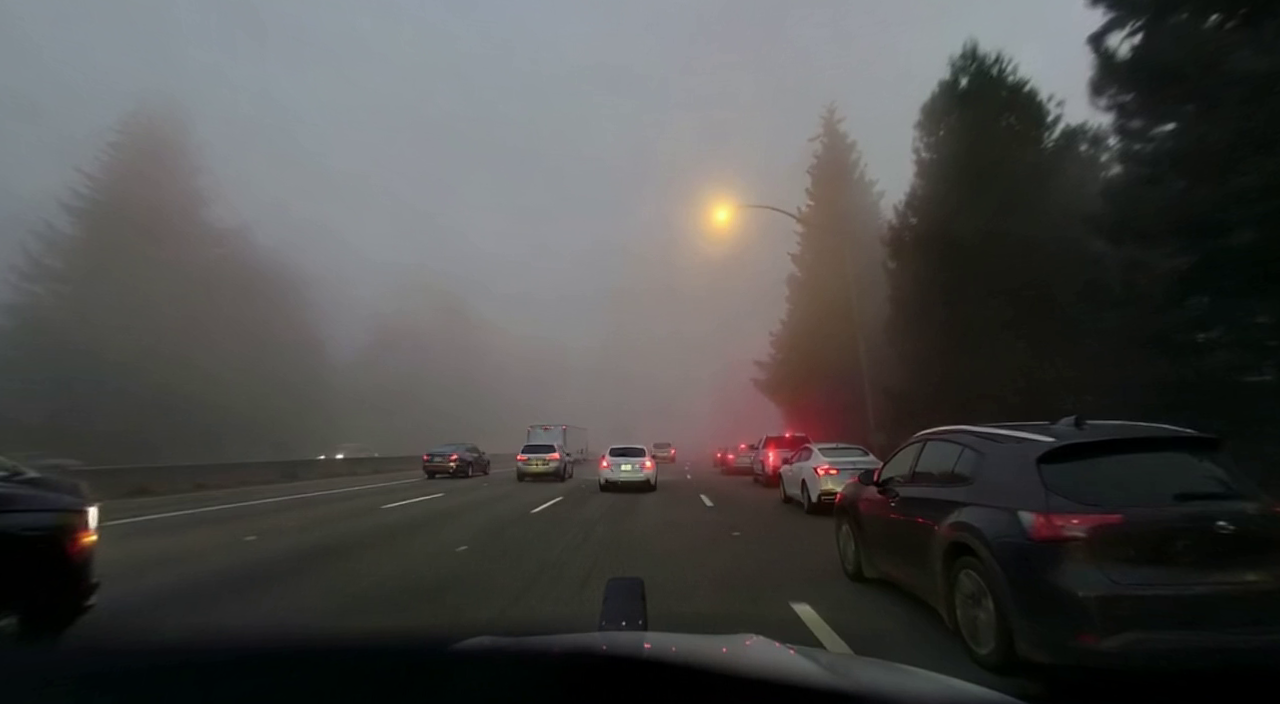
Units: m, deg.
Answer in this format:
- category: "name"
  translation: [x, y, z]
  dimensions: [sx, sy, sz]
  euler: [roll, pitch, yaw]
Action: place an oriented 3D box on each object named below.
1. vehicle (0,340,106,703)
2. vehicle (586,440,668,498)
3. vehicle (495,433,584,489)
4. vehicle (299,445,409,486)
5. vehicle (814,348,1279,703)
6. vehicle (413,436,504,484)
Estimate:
- category: "vehicle"
  translation: [-4.165, 0.523, 0.742]
  dimensions: [2.110, 1.811, 5.585]
  euler: [0, -8, 1]
- category: "vehicle"
  translation: [-0.278, 3.275, 18.042]
  dimensions: [2.070, 1.456, 4.029]
  euler: [0, -8, 2]
- category: "vehicle"
  translation: [-3.345, 3.748, 22.061]
  dimensions: [2.153, 1.726, 4.546]
  euler: [-1, -8, 3]
- category: "vehicle"
  translation: [-11.292, 4.471, 25.362]
  dimensions: [1.903, 1.460, 4.958]
  euler: [0, -8, 3]
- category: "vehicle"
  translation: [2.800, 1.144, 4.204]
  dimensions: [1.964, 1.631, 4.837]
  euler: [0, -8, 1]
- category: "vehicle"
  translation: [-6.903, 4.159, 24.552]
  dimensions: [2.023, 1.693, 4.386]
  euler: [-1, -8, 3]
